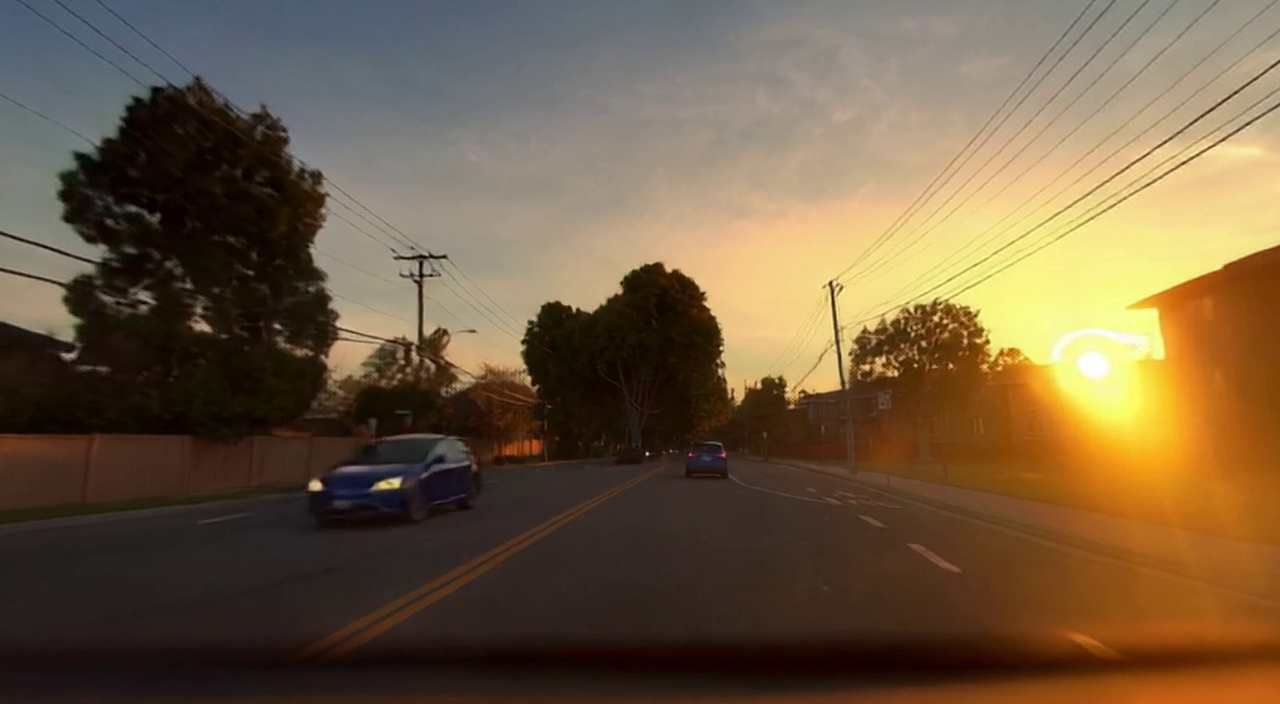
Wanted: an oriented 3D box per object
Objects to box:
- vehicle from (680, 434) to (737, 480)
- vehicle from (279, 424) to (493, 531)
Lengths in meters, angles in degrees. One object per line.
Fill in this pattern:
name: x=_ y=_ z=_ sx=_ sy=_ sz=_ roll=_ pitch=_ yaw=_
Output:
vehicle: x=2.730 y=4.235 z=25.728 sx=2.139 sy=1.699 sz=3.916 roll=-1 pitch=-8 yaw=5
vehicle: x=-4.539 y=2.305 z=12.220 sx=2.226 sy=1.664 sz=4.342 roll=0 pitch=-8 yaw=1
